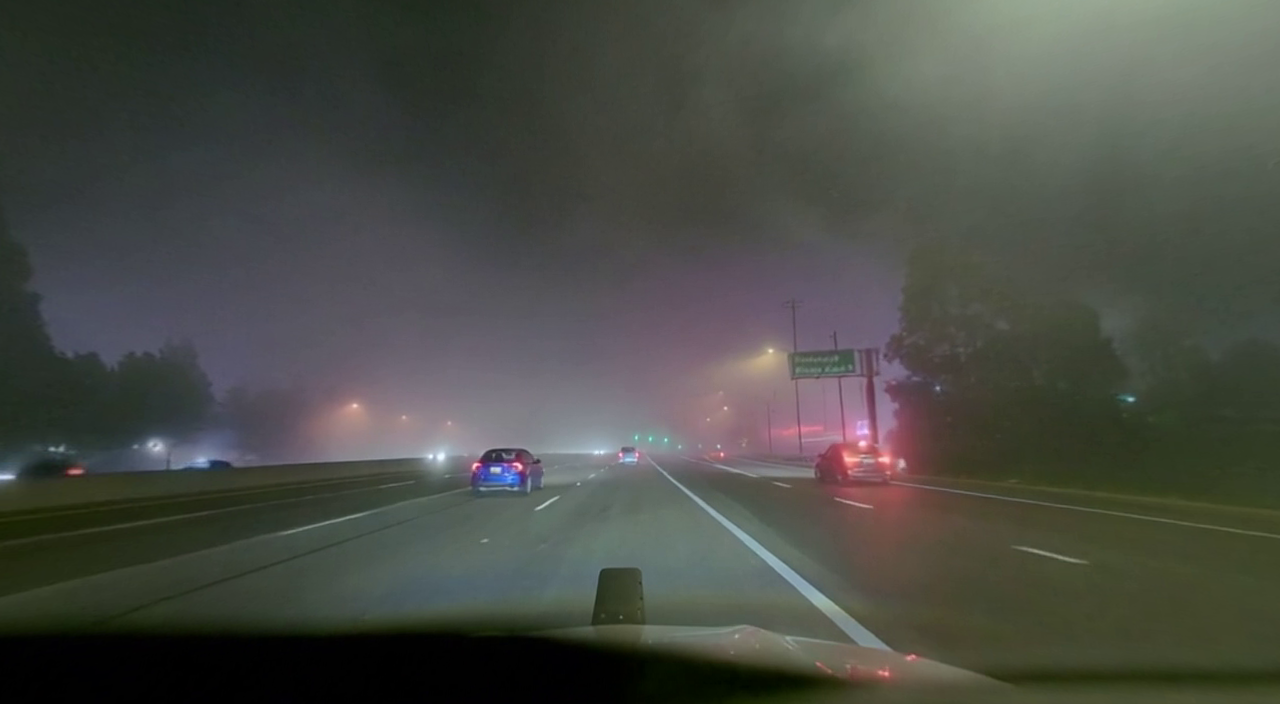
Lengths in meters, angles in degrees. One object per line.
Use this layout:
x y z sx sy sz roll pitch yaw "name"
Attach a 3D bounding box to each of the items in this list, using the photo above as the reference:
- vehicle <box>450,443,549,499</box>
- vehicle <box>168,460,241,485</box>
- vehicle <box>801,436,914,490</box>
-4.296 3.705 20.044 2.071 1.553 4.388 0 -9 1 "vehicle"
-29.774 8.232 43.199 1.848 1.506 4.470 0 -9 0 "vehicle"
7.191 3.741 21.524 2.035 1.566 5.409 0 -9 1 "vehicle"
